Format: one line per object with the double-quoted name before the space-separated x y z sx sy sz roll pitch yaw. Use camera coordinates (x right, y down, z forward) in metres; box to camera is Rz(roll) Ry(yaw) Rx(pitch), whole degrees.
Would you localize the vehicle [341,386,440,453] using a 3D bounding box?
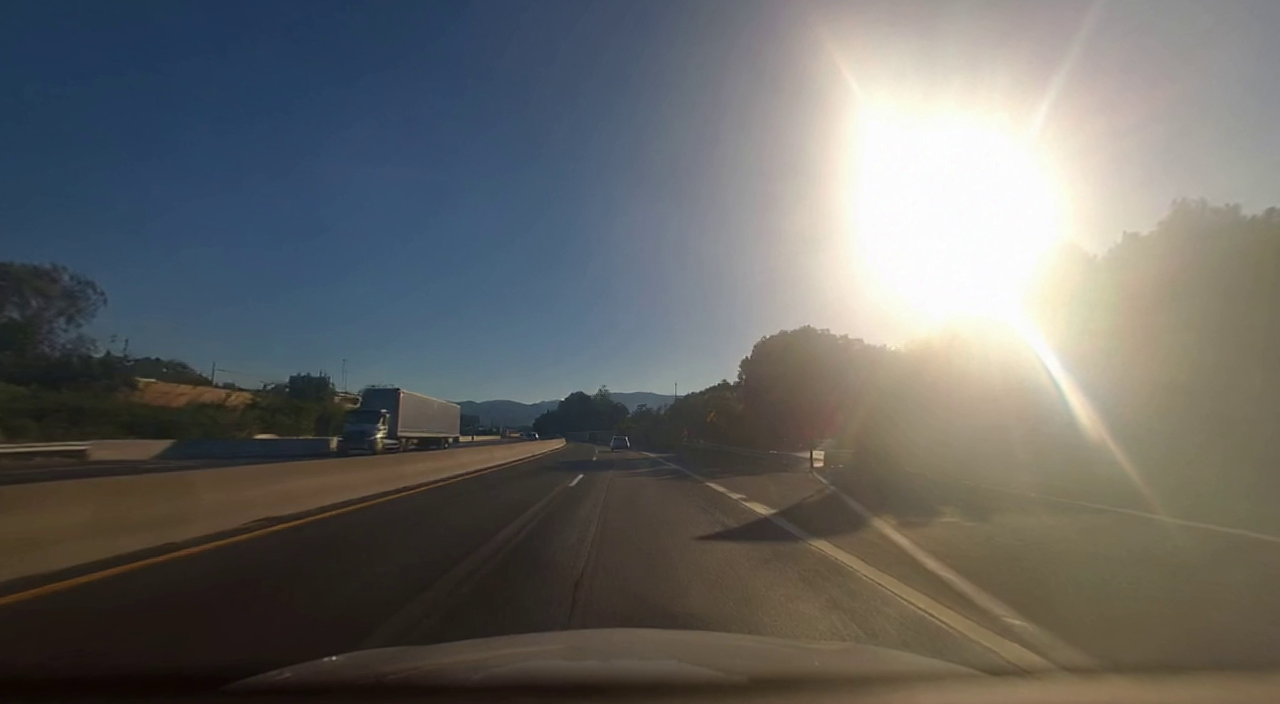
"vehicle" -17.886 5.112 46.392 2.953 4.309 11.639 0 -8 -2
